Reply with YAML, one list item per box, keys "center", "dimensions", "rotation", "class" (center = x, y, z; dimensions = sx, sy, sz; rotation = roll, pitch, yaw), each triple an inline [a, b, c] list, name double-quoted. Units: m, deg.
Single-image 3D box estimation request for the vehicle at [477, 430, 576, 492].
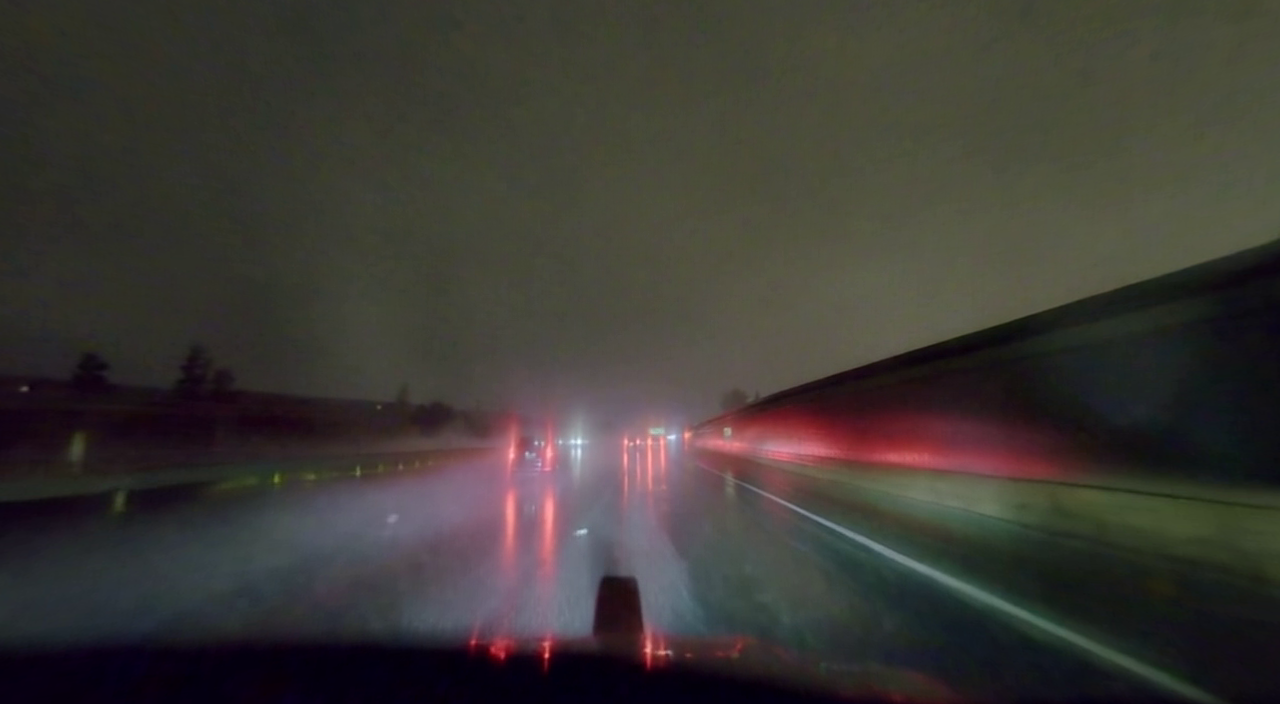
- center: [-3.174, 3.118, 18.508]
  dimensions: [2.039, 1.589, 4.324]
  rotation: [0, -8, 1]
  class: "vehicle"
